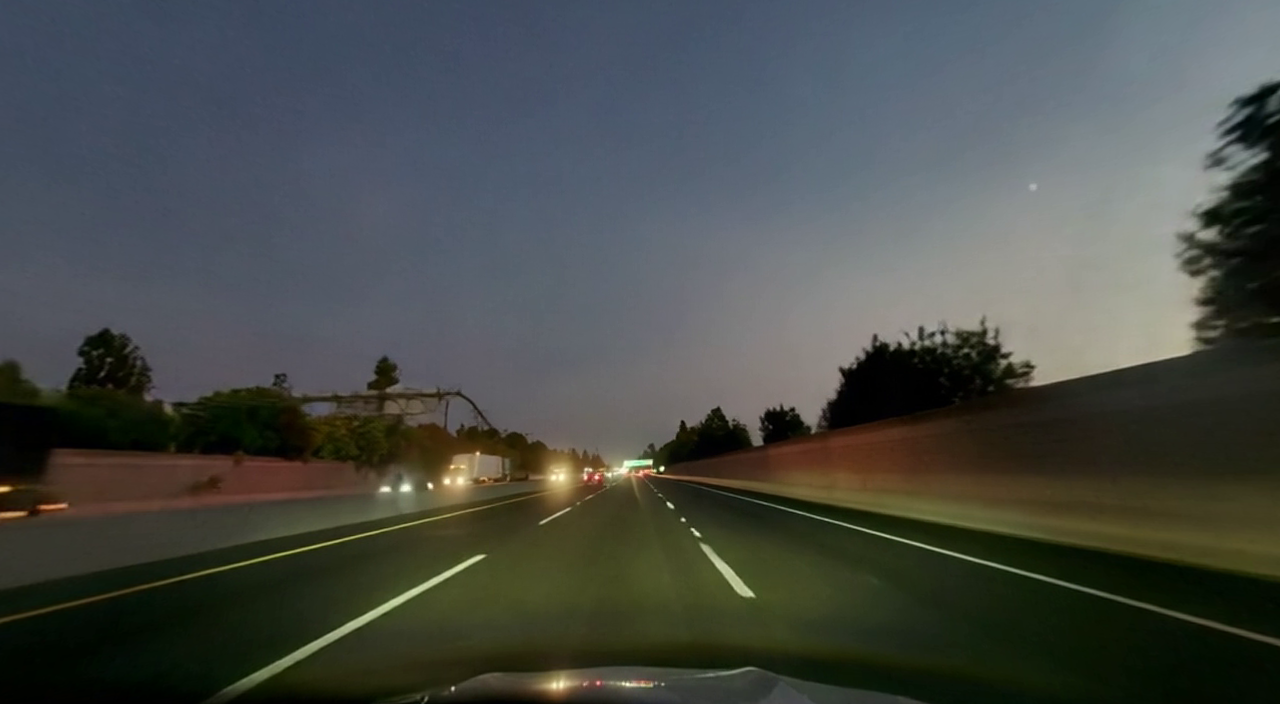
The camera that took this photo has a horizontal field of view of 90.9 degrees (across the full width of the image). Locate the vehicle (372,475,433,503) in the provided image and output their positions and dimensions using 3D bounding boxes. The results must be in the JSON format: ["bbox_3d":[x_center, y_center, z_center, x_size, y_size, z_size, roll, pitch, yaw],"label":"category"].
[{"bbox_3d":[-14.032,8.093,37.491,1.938,1.462,4.306,1,-11,0],"label":"vehicle"}]
